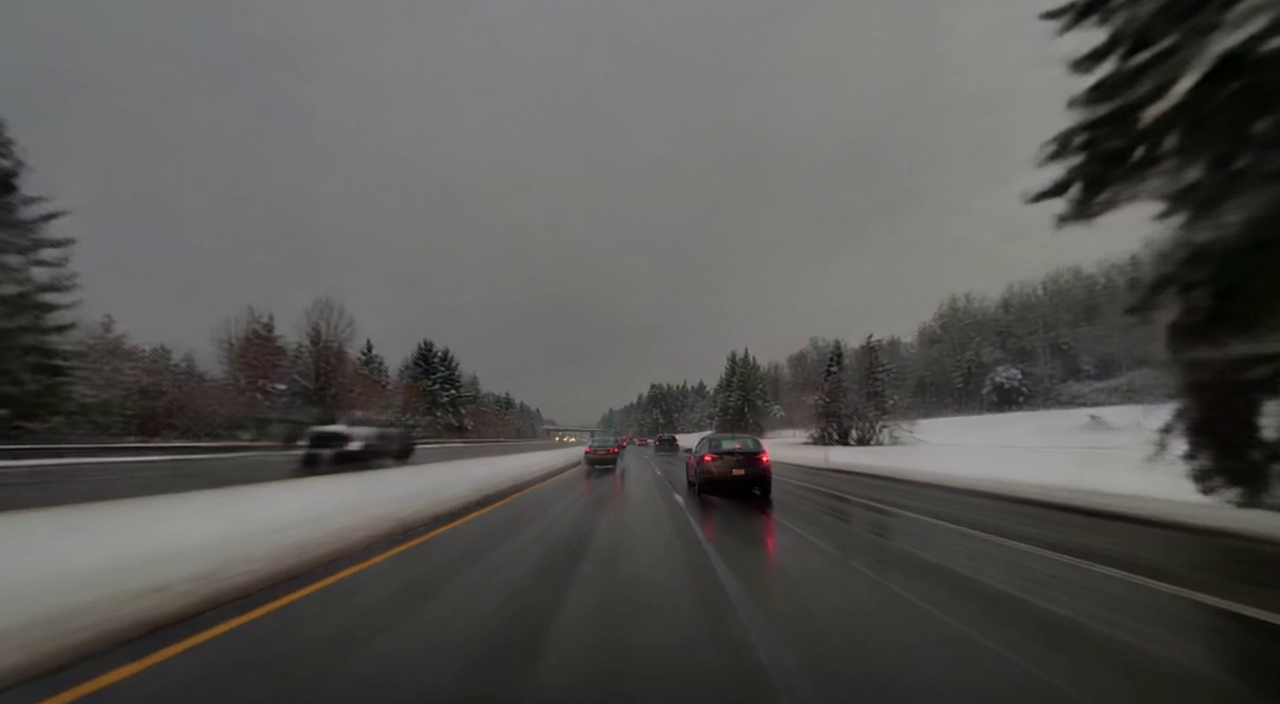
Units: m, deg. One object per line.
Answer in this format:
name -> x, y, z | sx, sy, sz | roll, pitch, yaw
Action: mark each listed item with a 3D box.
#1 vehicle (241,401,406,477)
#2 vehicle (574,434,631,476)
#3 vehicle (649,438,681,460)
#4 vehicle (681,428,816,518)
vehicle -> -8.039, 2.290, 16.517 | 2.109, 1.706, 4.082 | 0, -8, 1
vehicle -> -1.471, 4.266, 26.311 | 2.178, 1.559, 4.254 | 0, -8, -1
vehicle -> 1.821, 7.156, 46.650 | 2.146, 1.546, 3.796 | 0, -8, 0
vehicle -> 2.087, 2.503, 13.705 | 2.055, 1.566, 5.046 | 0, -8, 0
